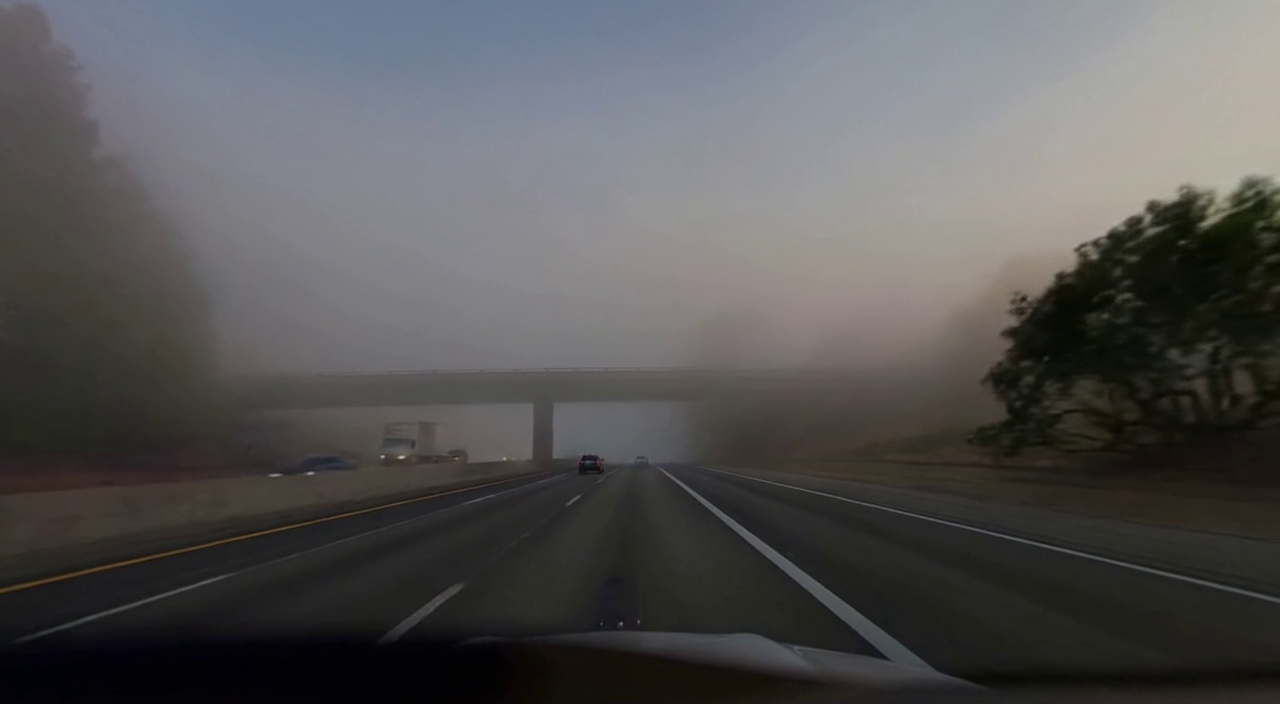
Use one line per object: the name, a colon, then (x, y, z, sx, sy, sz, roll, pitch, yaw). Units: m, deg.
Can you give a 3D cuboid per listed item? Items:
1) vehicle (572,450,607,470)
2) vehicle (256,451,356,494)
vehicle: (-3.862, 8.342, 48.917, 2.293, 1.462, 4.452, 0, -9, 0)
vehicle: (-12.131, 4.371, 23.148, 1.759, 1.410, 3.550, 0, -9, -1)
